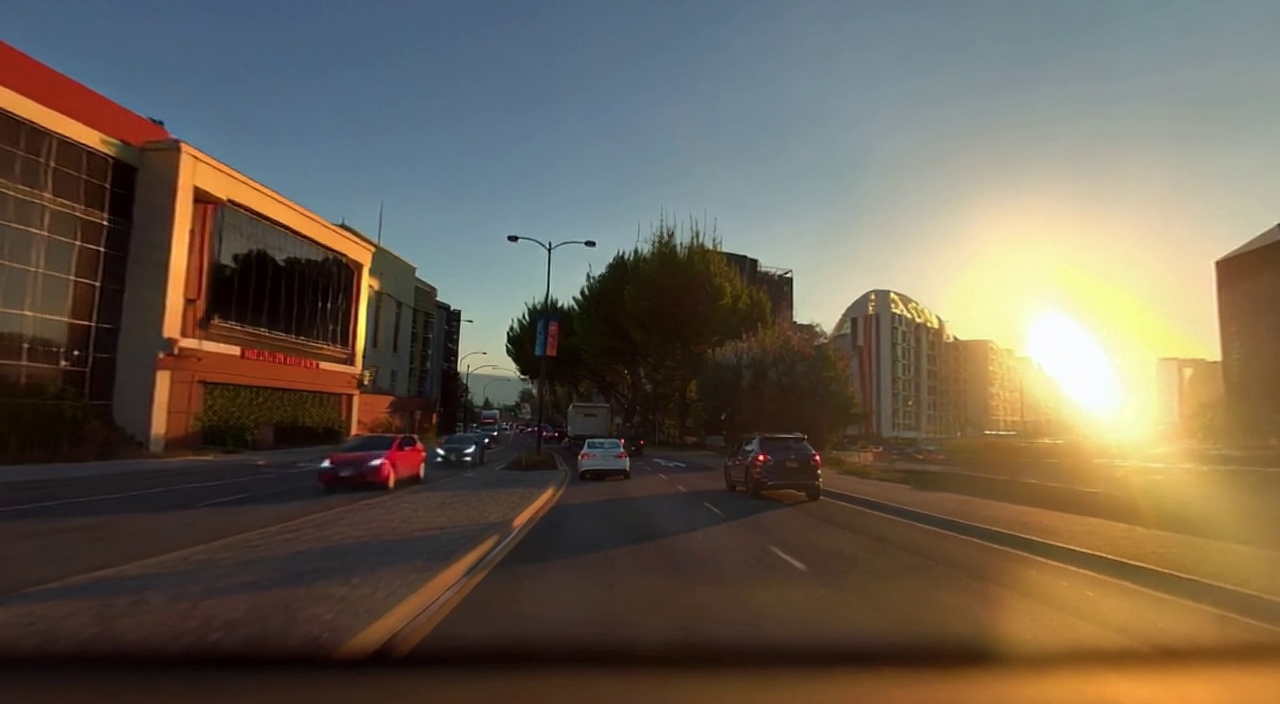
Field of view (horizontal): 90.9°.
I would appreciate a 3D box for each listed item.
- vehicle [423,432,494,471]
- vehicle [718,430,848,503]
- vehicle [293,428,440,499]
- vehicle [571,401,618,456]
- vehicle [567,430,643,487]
[{"bbox_3d":[-7.681,4.237,27.163,1.984,1.486,4.708,1,-8,-4],"label":"vehicle"},{"bbox_3d":[3.183,2.614,14.919,1.889,1.480,3.876,1,-8,-5],"label":"vehicle"},{"bbox_3d":[-6.682,2.740,15.979,2.007,1.532,4.266,1,-8,-3],"label":"vehicle"},{"bbox_3d":[-3.282,5.379,43.873,2.917,3.482,6.946,1,-8,-7],"label":"vehicle"},{"bbox_3d":[-1.054,3.039,18.300,1.991,1.472,3.518,1,-8,-5],"label":"vehicle"}]
